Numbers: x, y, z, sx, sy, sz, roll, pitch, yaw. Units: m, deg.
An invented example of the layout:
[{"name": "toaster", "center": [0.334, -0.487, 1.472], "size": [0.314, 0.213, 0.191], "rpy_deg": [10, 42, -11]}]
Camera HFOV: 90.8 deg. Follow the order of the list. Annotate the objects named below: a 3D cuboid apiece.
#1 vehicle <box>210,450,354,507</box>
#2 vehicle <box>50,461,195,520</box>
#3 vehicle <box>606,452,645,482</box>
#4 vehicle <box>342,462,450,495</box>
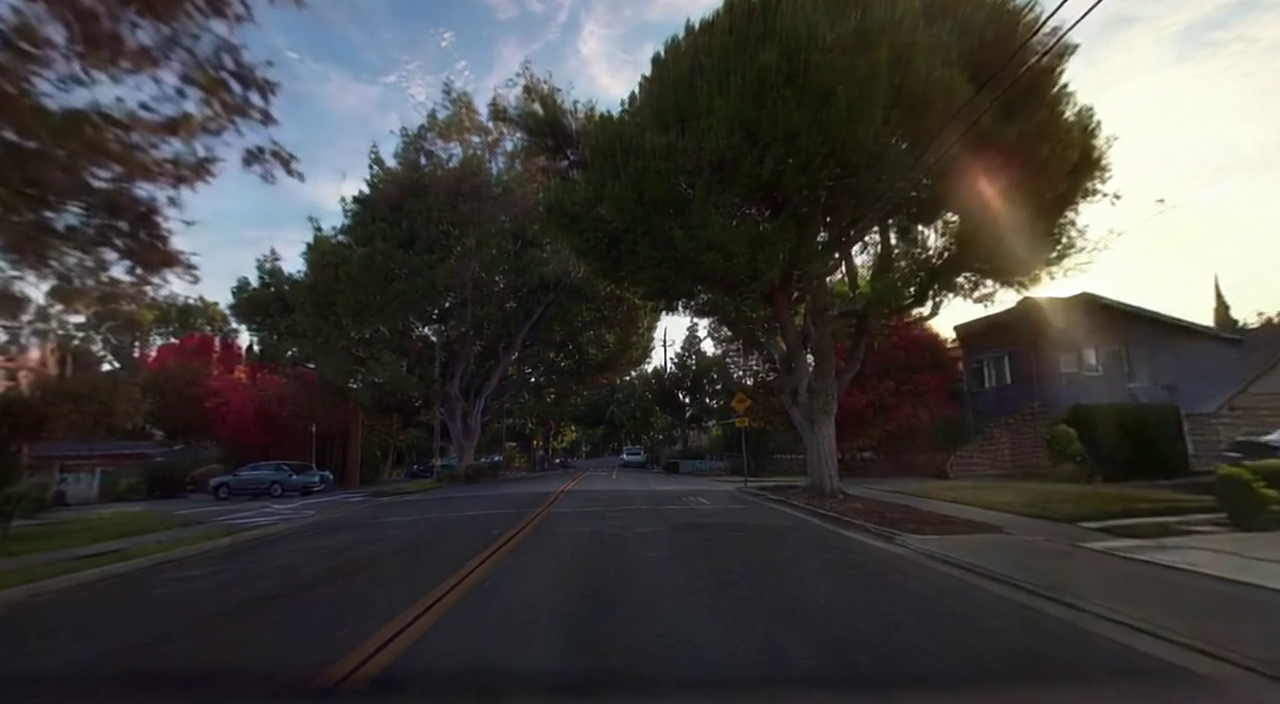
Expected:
[{"name": "vehicle", "center": [-17.157, 6.015, 30.454], "size": [5.586, 2.532, 2.444], "rpy_deg": [-1, -8, 8]}, {"name": "vehicle", "center": [-26.399, 7.060, 32.317], "size": [5.794, 2.630, 2.500], "rpy_deg": [-4, -9, 12]}, {"name": "vehicle", "center": [-0.848, 6.298, 34.878], "size": [2.022, 1.481, 4.050], "rpy_deg": [0, -8, -3]}, {"name": "vehicle", "center": [-12.350, 6.404, 32.138], "size": [4.676, 1.484, 2.068], "rpy_deg": [-2, -8, 12]}]
